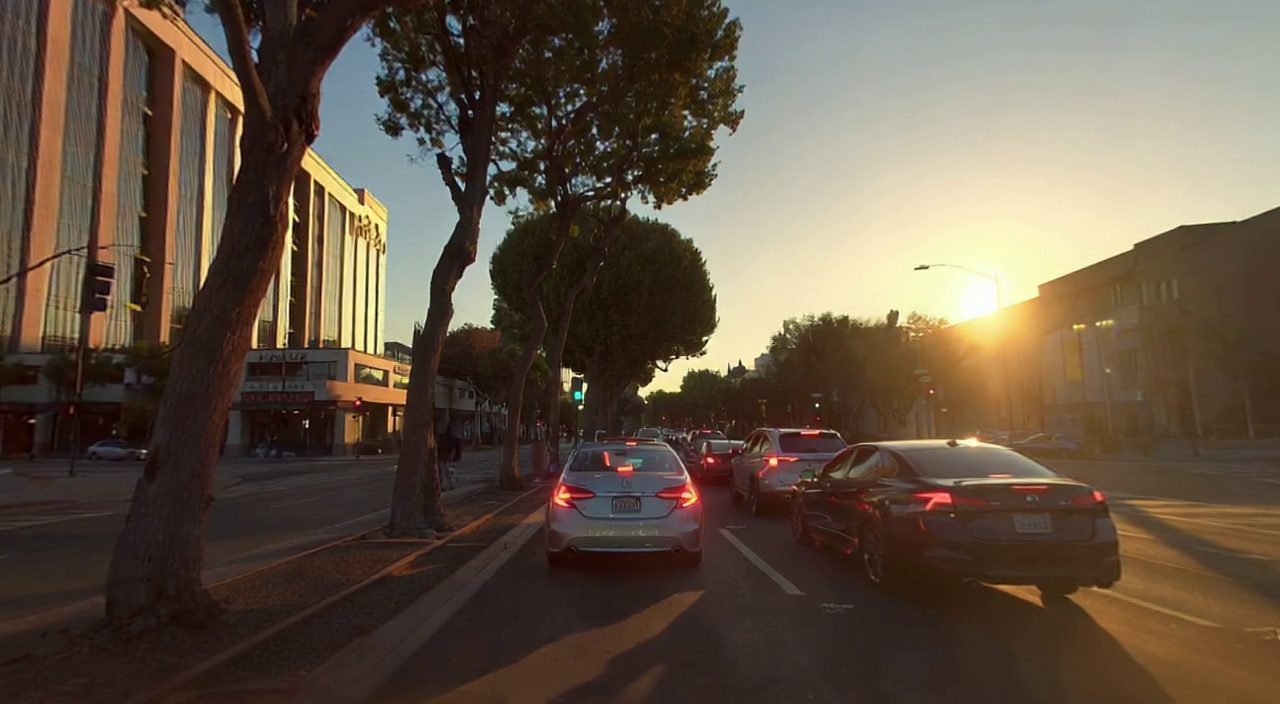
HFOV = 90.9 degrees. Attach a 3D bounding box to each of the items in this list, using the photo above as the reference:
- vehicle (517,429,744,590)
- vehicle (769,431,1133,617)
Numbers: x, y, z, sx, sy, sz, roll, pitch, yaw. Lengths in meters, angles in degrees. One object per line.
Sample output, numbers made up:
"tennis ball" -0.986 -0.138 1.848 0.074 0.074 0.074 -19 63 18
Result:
"vehicle" -0.103 1.761 7.942 2.087 1.456 4.143 0 -8 -1
"vehicle" 2.909 1.680 7.182 1.893 1.446 4.270 0 -8 -1
